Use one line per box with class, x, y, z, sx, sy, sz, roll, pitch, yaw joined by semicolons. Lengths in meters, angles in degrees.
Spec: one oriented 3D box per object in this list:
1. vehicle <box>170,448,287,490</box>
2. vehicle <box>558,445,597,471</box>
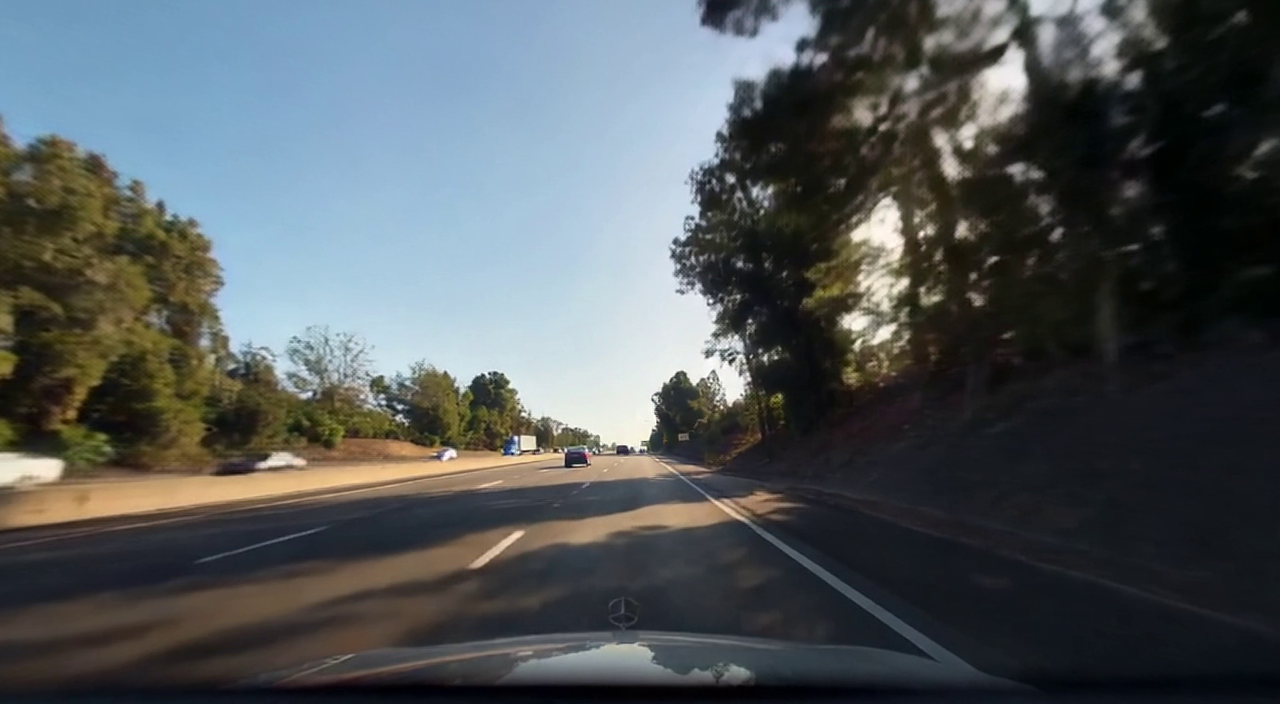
vehicle;-15.844;4.497;24.402;1.813;1.464;3.895;0;-9;1
vehicle;-3.784;6.456;38.462;1.933;1.497;3.973;0;-9;0
